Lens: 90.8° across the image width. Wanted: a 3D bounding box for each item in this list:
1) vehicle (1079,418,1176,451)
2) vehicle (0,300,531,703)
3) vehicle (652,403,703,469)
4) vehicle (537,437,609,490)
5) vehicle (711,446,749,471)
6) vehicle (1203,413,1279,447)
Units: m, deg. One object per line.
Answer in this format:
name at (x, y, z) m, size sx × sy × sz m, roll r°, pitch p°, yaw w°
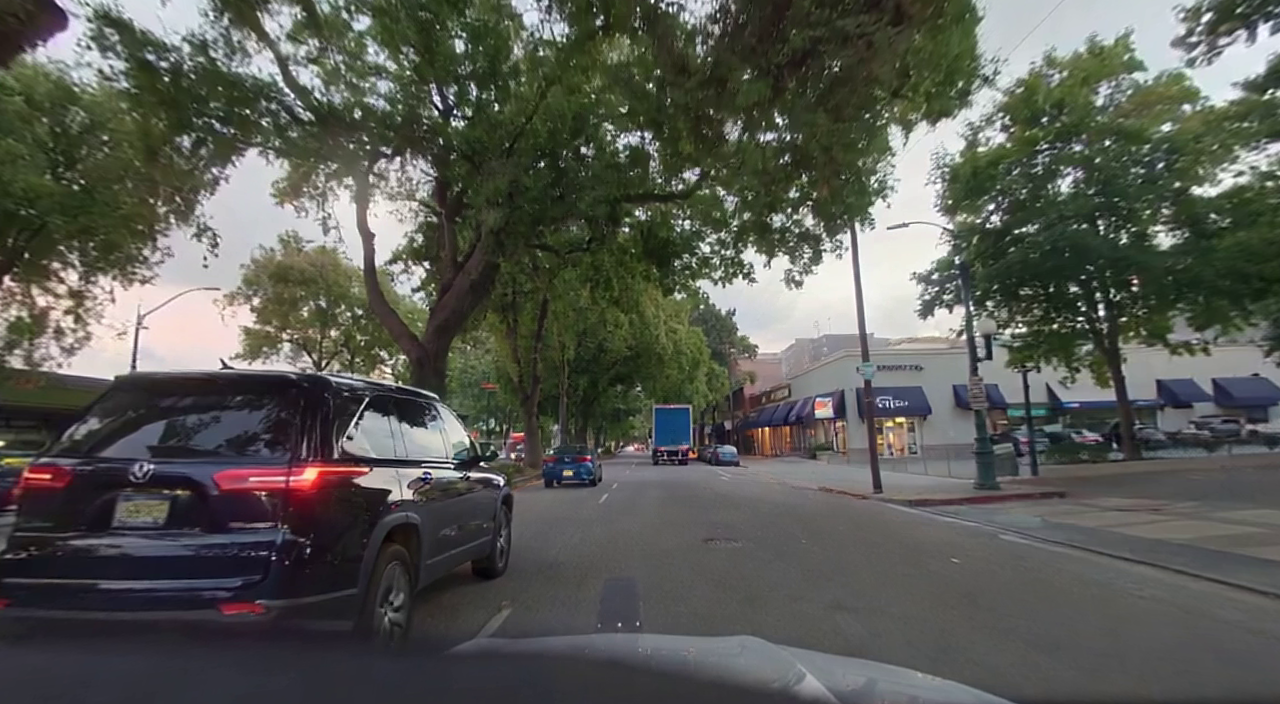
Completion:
vehicle at (29.205, 5.016, 38.090) m, size 2.007 × 1.869 × 4.771 m, roll 0°, pitch -9°, yaw 1°
vehicle at (-2.572, 1.130, 5.269) m, size 2.293 × 2.036 × 4.853 m, roll 0°, pitch -9°, yaw 2°
vehicle at (2.525, 6.416, 47.446) m, size 3.007 × 4.206 × 12.913 m, roll 0°, pitch -9°, yaw 0°
vehicle at (-2.296, 4.012, 23.010) m, size 2.040 × 1.711 × 4.475 m, roll 0°, pitch -9°, yaw 1°
vehicle at (5.665, 6.767, 40.340) m, size 1.929 × 1.522 × 4.158 m, roll 0°, pitch -9°, yaw 2°
vehicle at (35.309, 4.457, 36.079) m, size 1.910 × 1.799 × 4.724 m, roll -4°, pitch -9°, yaw 1°
